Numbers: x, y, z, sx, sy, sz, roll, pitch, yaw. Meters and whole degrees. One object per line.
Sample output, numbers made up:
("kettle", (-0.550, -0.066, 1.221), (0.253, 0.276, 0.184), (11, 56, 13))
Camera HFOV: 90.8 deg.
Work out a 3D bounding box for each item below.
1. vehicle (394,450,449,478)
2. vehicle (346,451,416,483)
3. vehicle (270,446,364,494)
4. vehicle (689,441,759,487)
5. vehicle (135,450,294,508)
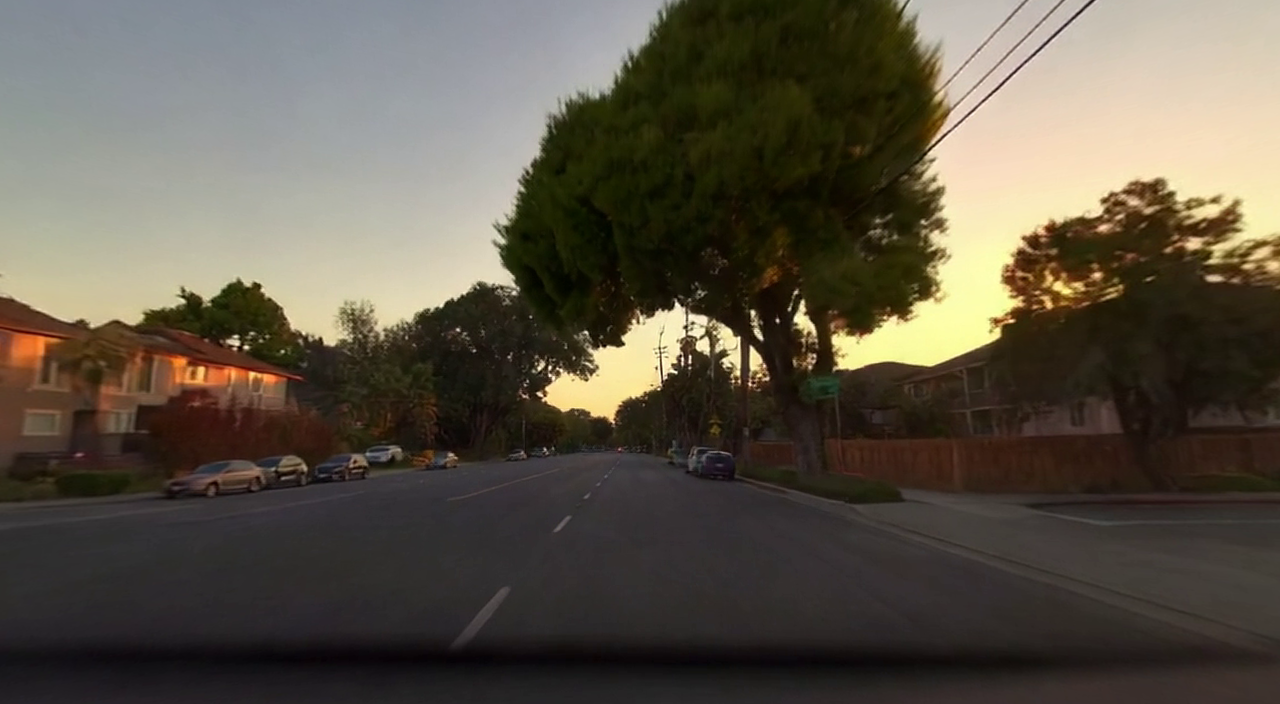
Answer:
("vehicle", (-13.722, 7.045, 39.975), (1.899, 1.474, 4.529), (-1, -7, -1))
("vehicle", (-13.753, 6.095, 33.794), (1.921, 1.498, 4.460), (0, -7, -1))
("vehicle", (-13.693, 4.975, 27.111), (1.844, 1.764, 4.183), (-1, -7, 0))
("vehicle", (3.435, 4.684, 26.833), (2.221, 1.718, 5.192), (0, -9, 0))
("vehicle", (-13.600, 4.028, 20.595), (2.131, 1.492, 4.310), (-1, -7, 2))
